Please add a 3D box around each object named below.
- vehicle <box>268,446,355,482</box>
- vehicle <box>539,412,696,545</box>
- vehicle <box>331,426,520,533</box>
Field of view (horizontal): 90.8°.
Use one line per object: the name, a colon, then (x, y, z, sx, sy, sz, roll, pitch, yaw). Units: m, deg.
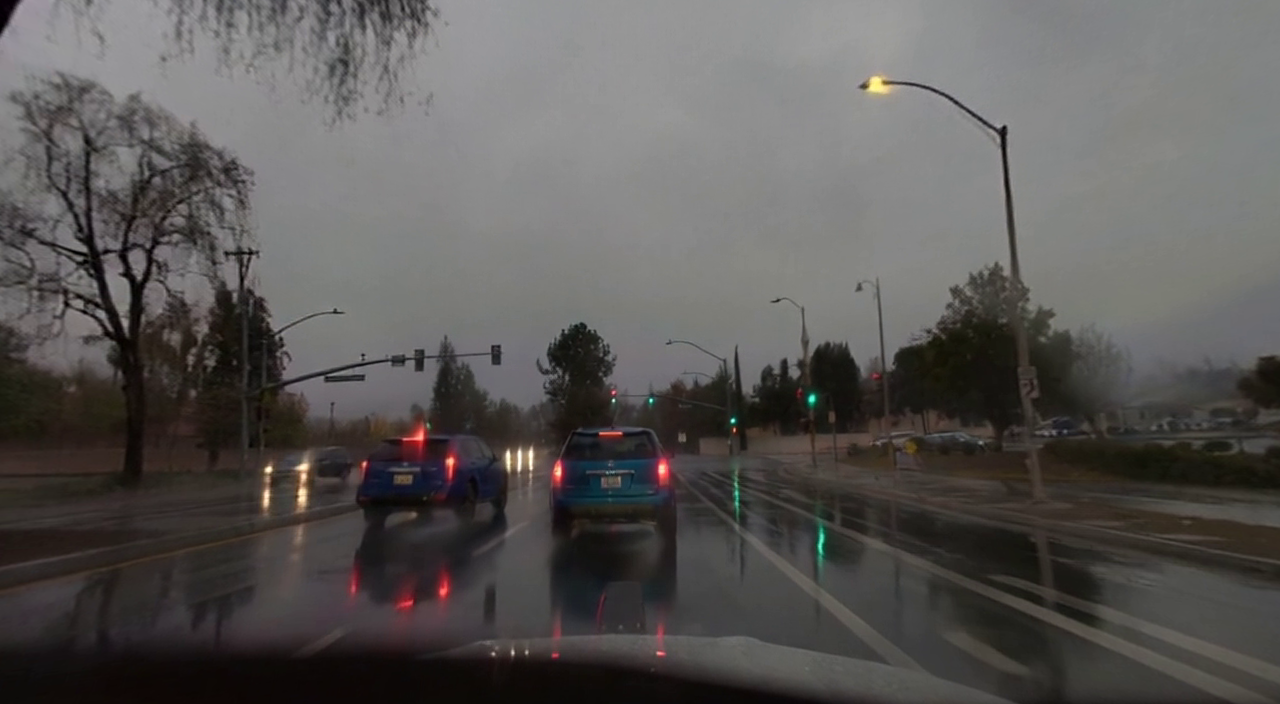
vehicle: (-16.059, 5.511, 31.187, 2.003, 1.653, 4.388, 0, -10, -2)
vehicle: (-0.268, 2.098, 11.187, 2.131, 1.793, 5.016, 0, -8, 1)
vehicle: (-3.822, 2.347, 12.254, 2.009, 1.673, 4.454, 0, -8, 1)
